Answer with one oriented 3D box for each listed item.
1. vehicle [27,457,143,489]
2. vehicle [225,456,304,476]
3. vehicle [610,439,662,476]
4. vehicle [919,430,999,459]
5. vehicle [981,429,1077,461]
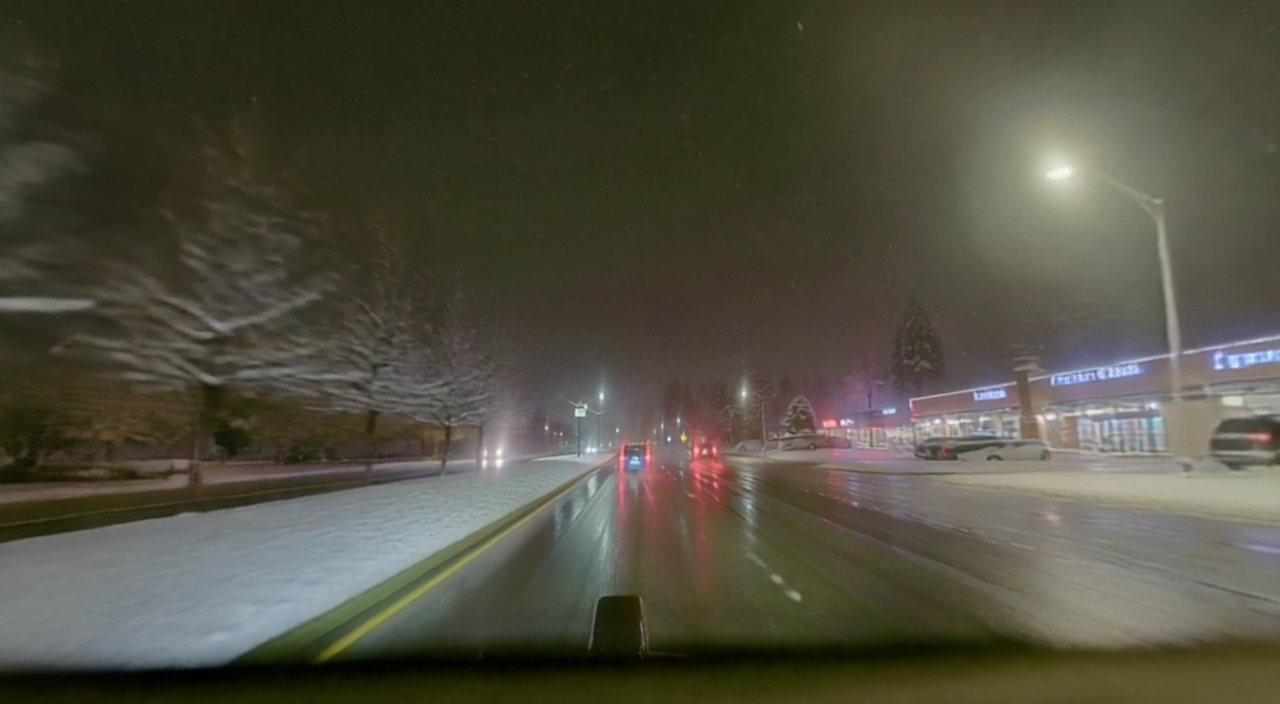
[{"bbox_3d":[-30.298,6.602,34.586,4.486,1.610,2.020,-1,-8,3],"label":"vehicle"},{"bbox_3d":[-29.314,8.893,49.409,4.702,1.471,2.215,0,-9,-2],"label":"vehicle"},{"bbox_3d":[-0.178,4.602,27.804,2.126,1.475,3.967,0,-8,-1],"label":"vehicle"},{"bbox_3d":[21.345,6.229,42.492,2.015,1.821,4.696,2,-9,-17],"label":"vehicle"},{"bbox_3d":[21.234,5.128,34.737,2.136,1.603,4.534,0,-9,-4],"label":"vehicle"}]
